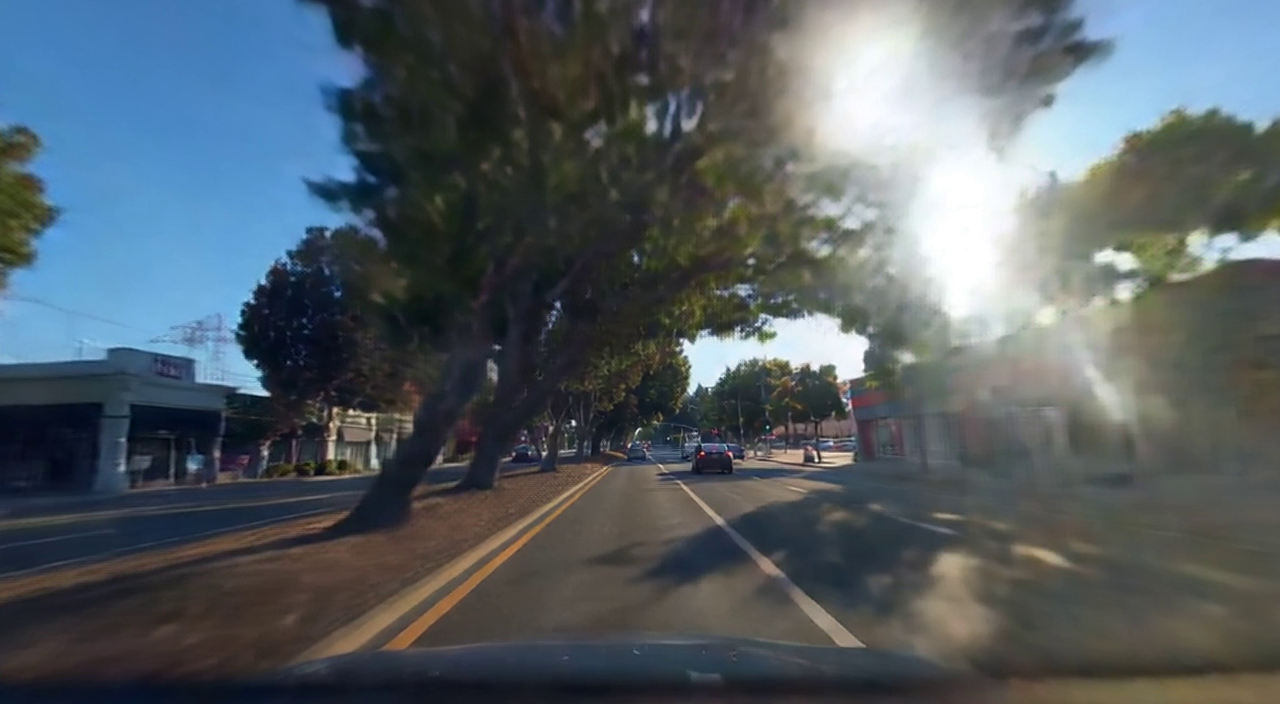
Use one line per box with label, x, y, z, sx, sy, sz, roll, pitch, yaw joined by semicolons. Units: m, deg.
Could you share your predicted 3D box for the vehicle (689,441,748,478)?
vehicle;3.406;4.767;28.191;1.983;1.482;4.463;0;-9;-1
